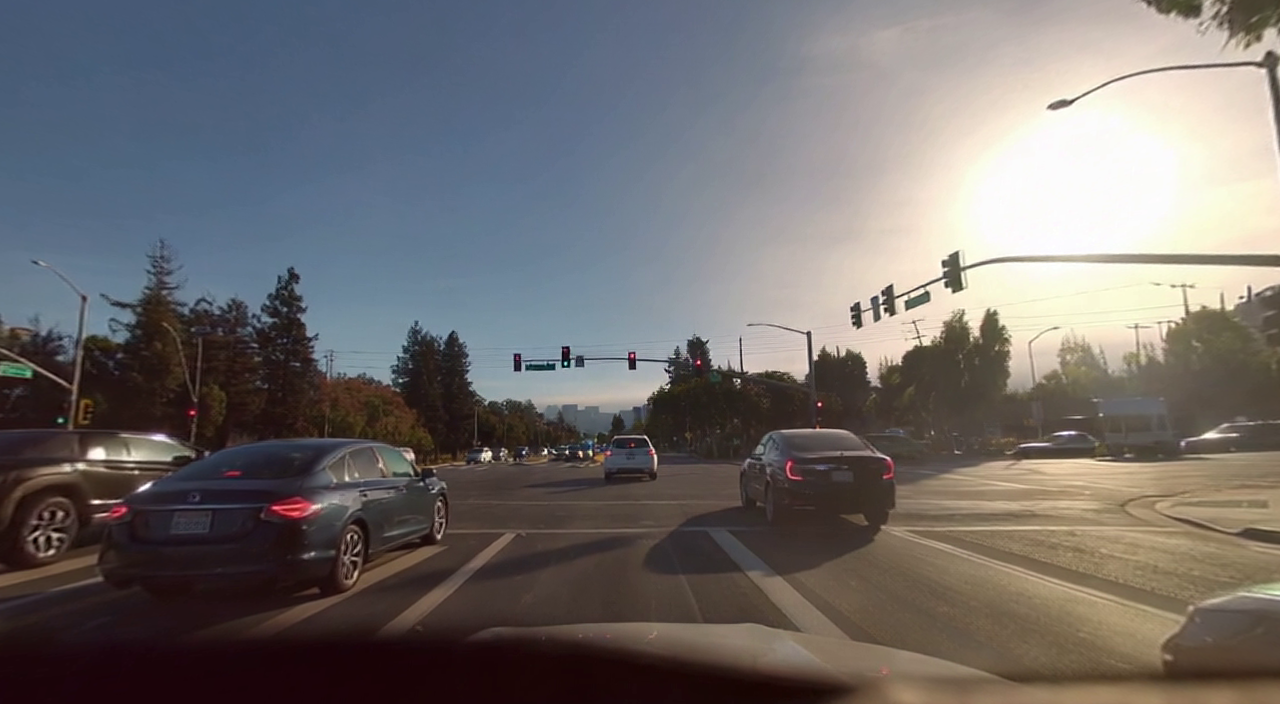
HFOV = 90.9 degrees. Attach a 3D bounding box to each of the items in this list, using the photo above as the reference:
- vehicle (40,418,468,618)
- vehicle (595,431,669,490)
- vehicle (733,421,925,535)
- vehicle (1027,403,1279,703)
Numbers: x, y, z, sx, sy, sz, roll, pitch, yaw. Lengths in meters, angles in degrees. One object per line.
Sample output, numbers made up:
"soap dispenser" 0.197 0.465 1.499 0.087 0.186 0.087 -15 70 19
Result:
"vehicle" -3.527 1.582 7.019 1.941 1.492 4.399 0 -8 1
"vehicle" -0.213 3.520 20.808 2.215 1.749 3.976 0 -8 1
"vehicle" 3.191 2.229 11.814 2.097 1.707 4.461 0 -8 -2
"vehicle" 3.168 0.790 1.318 1.960 1.460 4.233 0 -8 -1
